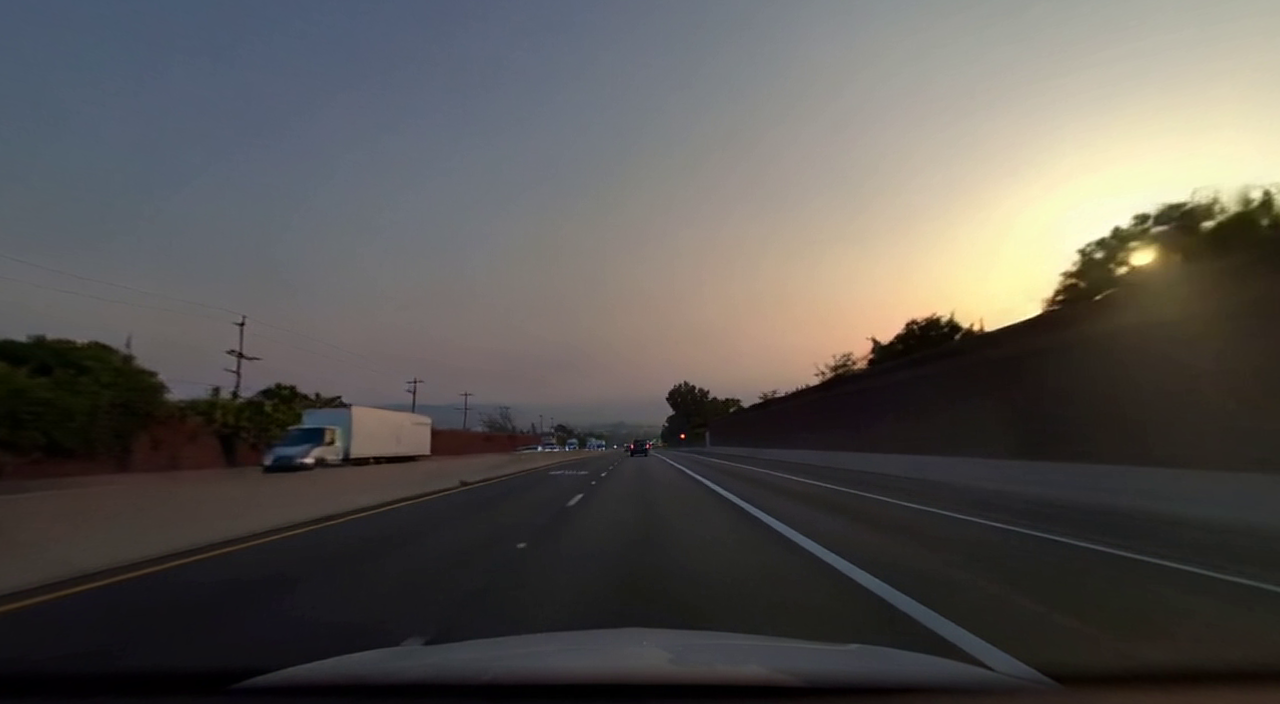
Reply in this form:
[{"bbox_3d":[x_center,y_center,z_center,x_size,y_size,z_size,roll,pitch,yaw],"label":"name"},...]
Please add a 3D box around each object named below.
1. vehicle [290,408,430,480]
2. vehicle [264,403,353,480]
[{"bbox_3d":[-18.442,6.297,43.165,3.341,4.076,13.934,0,-8,-1],"label":"vehicle"},{"bbox_3d":[-18.305,4.970,34.979,2.991,4.014,3.166,0,-8,0],"label":"vehicle"}]
